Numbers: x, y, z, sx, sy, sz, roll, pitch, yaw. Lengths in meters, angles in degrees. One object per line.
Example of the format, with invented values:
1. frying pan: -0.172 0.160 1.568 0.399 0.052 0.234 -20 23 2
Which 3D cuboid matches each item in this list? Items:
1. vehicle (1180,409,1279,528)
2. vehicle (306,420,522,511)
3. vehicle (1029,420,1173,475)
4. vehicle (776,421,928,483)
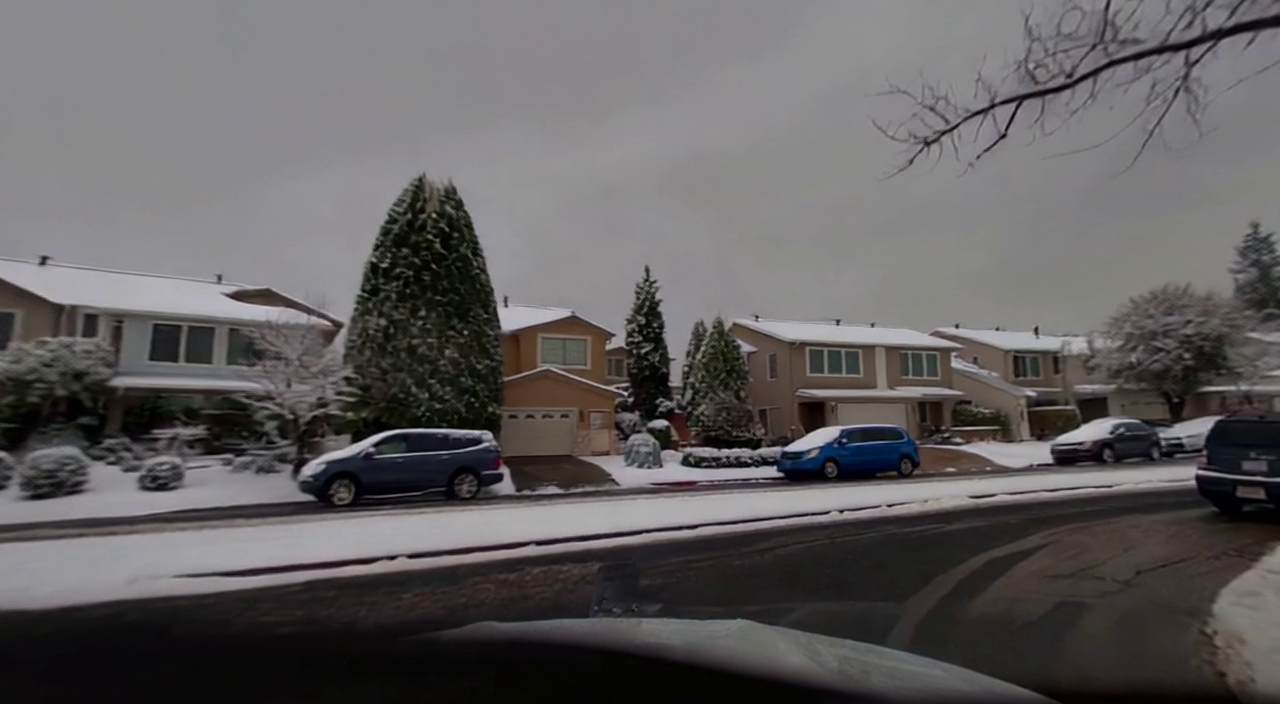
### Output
1. vehicle: 10.109 1.579 8.820 4.226 1.507 2.008 3 -8 -22
2. vehicle: -4.505 2.184 12.604 3.746 1.518 1.845 5 -6 -27
3. vehicle: 14.599 2.950 19.958 3.785 1.488 1.828 1 -6 -22
4. vehicle: 5.691 2.650 16.991 3.513 1.507 1.798 3 -7 -20
